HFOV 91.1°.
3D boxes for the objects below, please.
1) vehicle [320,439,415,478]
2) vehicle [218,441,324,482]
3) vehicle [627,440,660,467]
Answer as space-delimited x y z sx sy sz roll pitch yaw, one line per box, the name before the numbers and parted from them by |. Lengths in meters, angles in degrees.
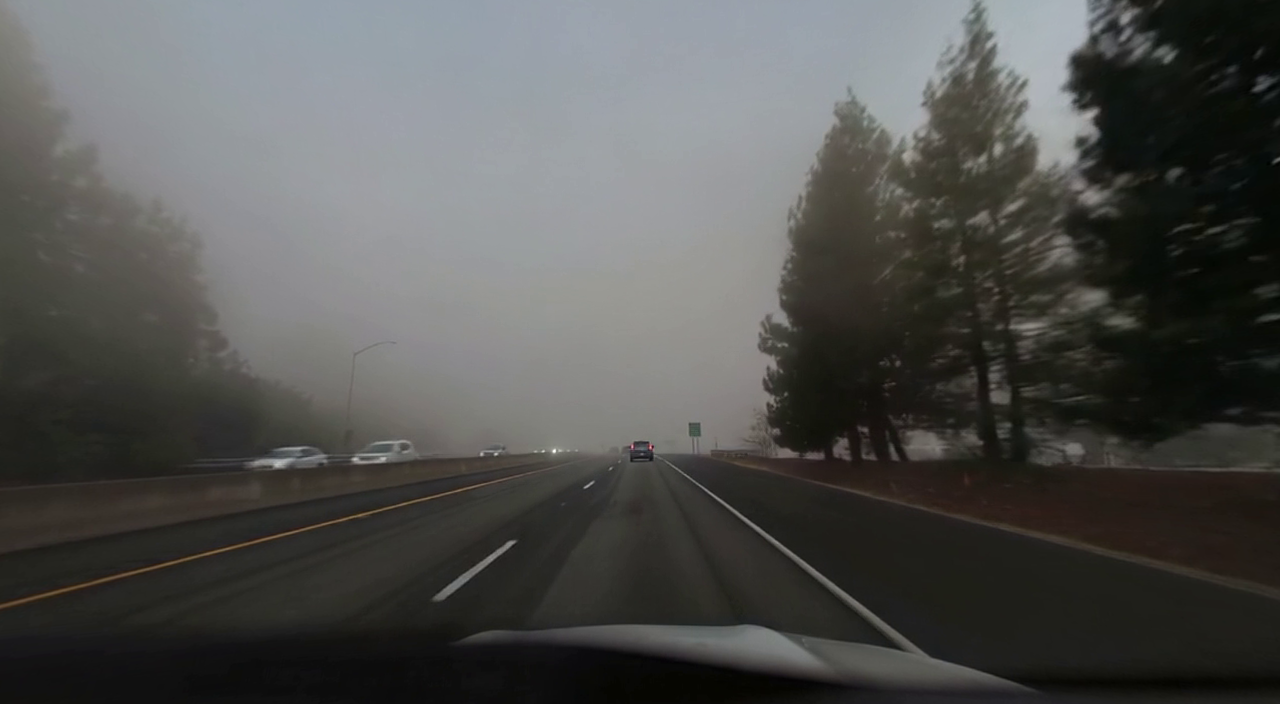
vehicle | -13.574 5.317 31.771 2.227 1.784 5.689 0 -8 0
vehicle | -18.046 5.340 31.020 2.208 1.872 4.899 0 -8 1
vehicle | 0.201 6.576 40.980 2.029 1.666 4.064 0 -8 -1
